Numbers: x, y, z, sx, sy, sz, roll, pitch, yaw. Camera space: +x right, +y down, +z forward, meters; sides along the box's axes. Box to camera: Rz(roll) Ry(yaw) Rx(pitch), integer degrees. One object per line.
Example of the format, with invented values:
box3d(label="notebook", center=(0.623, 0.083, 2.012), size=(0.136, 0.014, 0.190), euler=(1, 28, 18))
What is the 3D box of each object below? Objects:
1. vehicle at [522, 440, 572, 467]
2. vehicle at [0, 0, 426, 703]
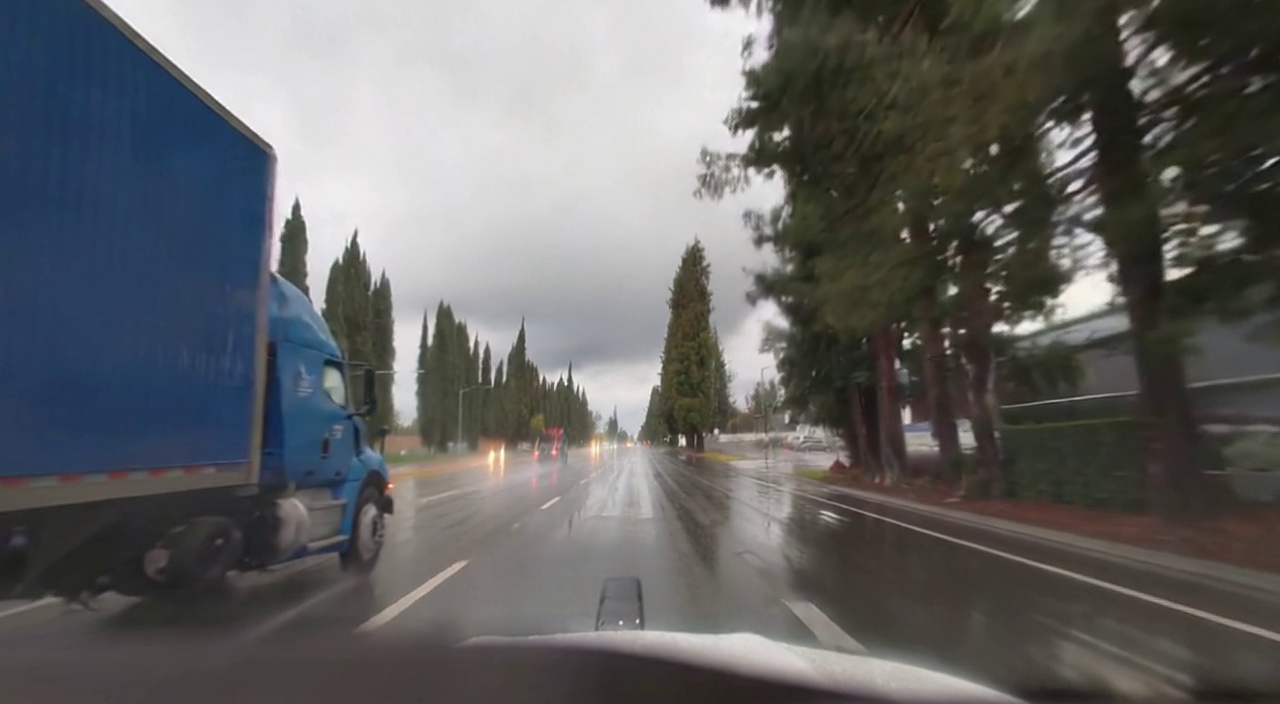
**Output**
box3d(label="vehicle", center=(-7.000, 7.743, 48.438), size=(2.743, 1.832, 7.257), euler=(0, -8, 0))
box3d(label="vehicle", center=(-3.559, -0.015, 1.931), size=(2.910, 3.419, 8.376), euler=(0, -8, -1))
